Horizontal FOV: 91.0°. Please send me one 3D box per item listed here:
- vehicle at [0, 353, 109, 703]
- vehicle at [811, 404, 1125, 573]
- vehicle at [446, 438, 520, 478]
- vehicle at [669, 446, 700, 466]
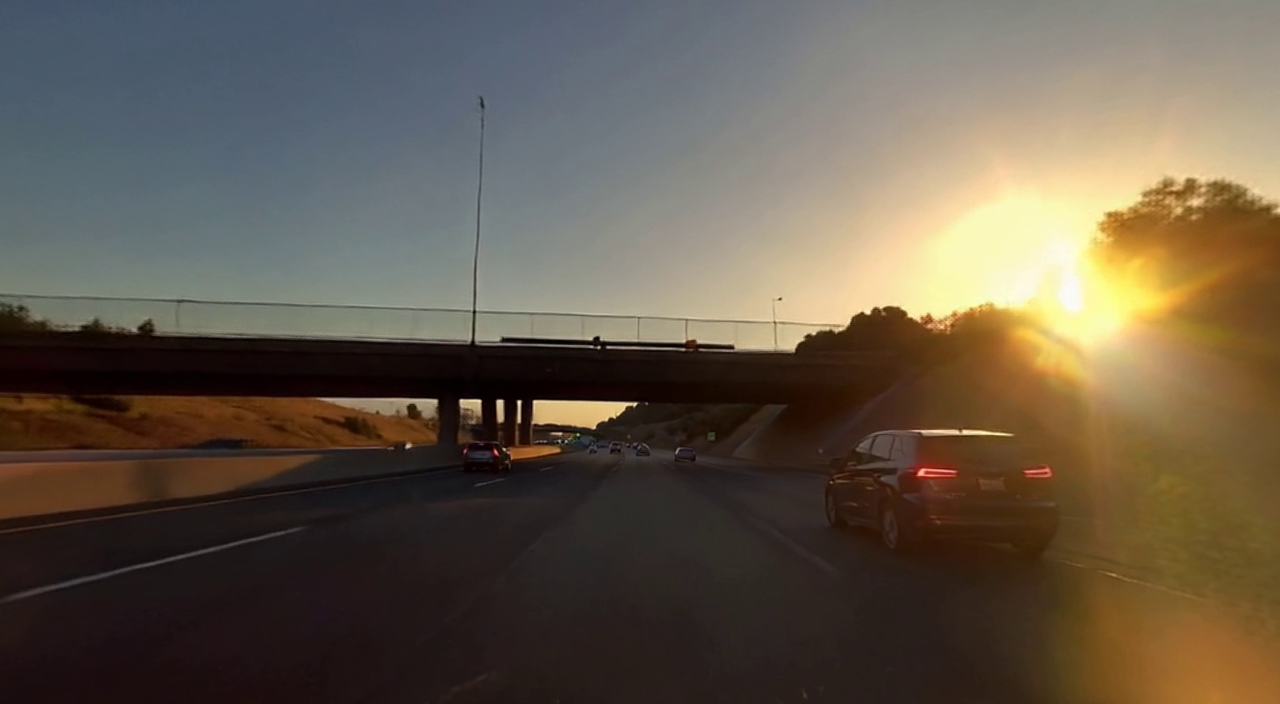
[{"bbox_3d":[-3.942,0.624,1.005,2.214,1.743,4.465,0,-9,1],"label":"vehicle"},{"bbox_3d":[4.299,1.868,9.430,2.153,1.860,4.689,0,-9,0],"label":"vehicle"},{"bbox_3d":[-7.146,4.864,29.173,2.095,1.696,4.680,-1,-9,2],"label":"vehicle"},{"bbox_3d":[3.465,8.156,49.514,2.038,1.497,4.167,0,-9,-1],"label":"vehicle"}]
